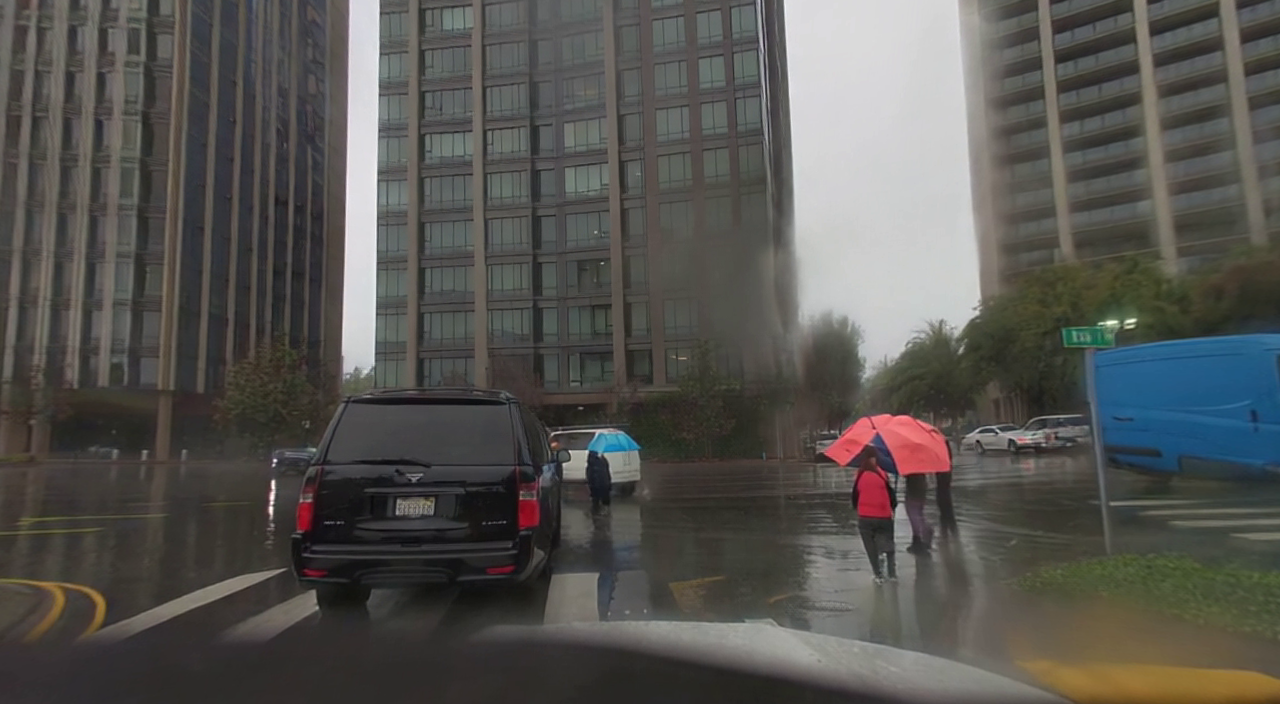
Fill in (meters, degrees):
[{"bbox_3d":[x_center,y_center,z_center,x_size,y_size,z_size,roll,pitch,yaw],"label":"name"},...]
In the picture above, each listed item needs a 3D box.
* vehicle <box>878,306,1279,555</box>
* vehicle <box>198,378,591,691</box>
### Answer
[{"bbox_3d":[7.109,1.020,8.235,6.932,2.753,2.446,0,-8,1],"label":"vehicle"},{"bbox_3d":[-1.646,1.327,5.749,2.144,1.733,4.115,1,-9,-8],"label":"vehicle"}]
